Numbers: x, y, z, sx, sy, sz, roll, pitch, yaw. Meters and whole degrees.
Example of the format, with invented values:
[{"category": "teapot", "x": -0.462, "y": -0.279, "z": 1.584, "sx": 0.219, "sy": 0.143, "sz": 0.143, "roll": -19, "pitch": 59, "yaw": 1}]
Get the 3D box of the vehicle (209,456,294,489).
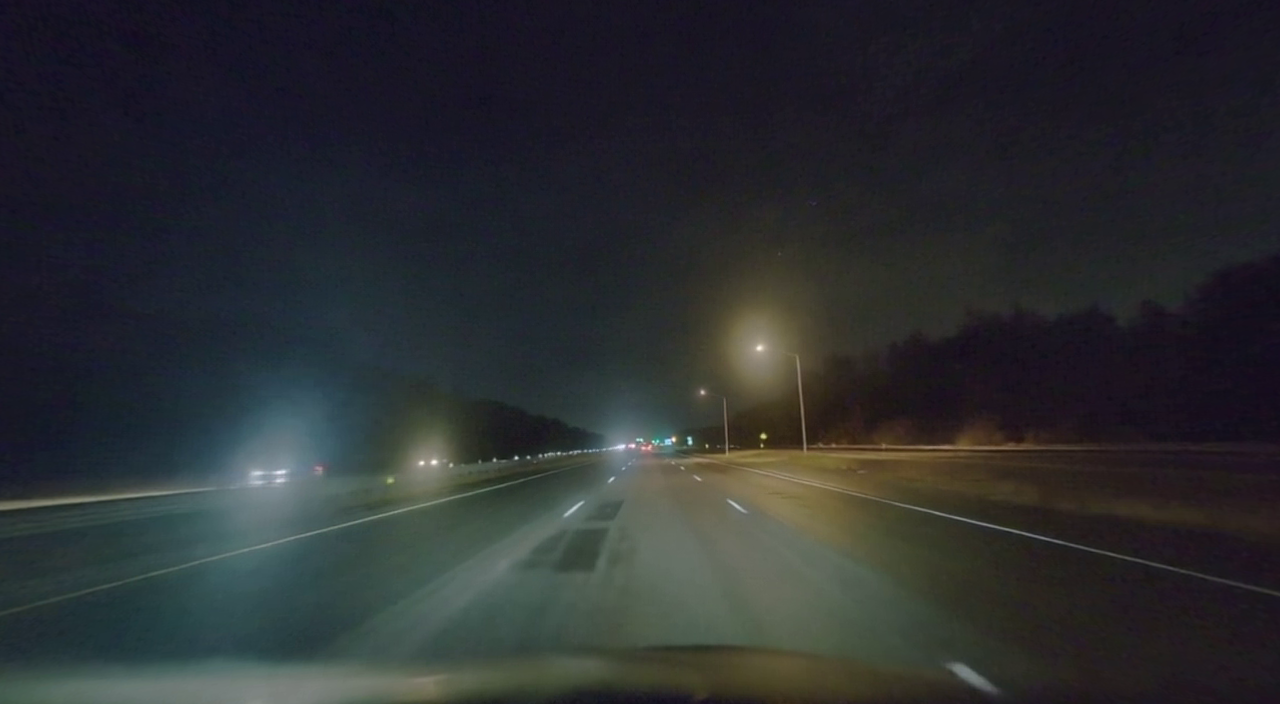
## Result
[{"category": "vehicle", "x": -20.853, "y": 6.471, "z": 34.073, "sx": 1.841, "sy": 1.547, "sz": 4.275, "roll": -1, "pitch": -9, "yaw": 1}]
